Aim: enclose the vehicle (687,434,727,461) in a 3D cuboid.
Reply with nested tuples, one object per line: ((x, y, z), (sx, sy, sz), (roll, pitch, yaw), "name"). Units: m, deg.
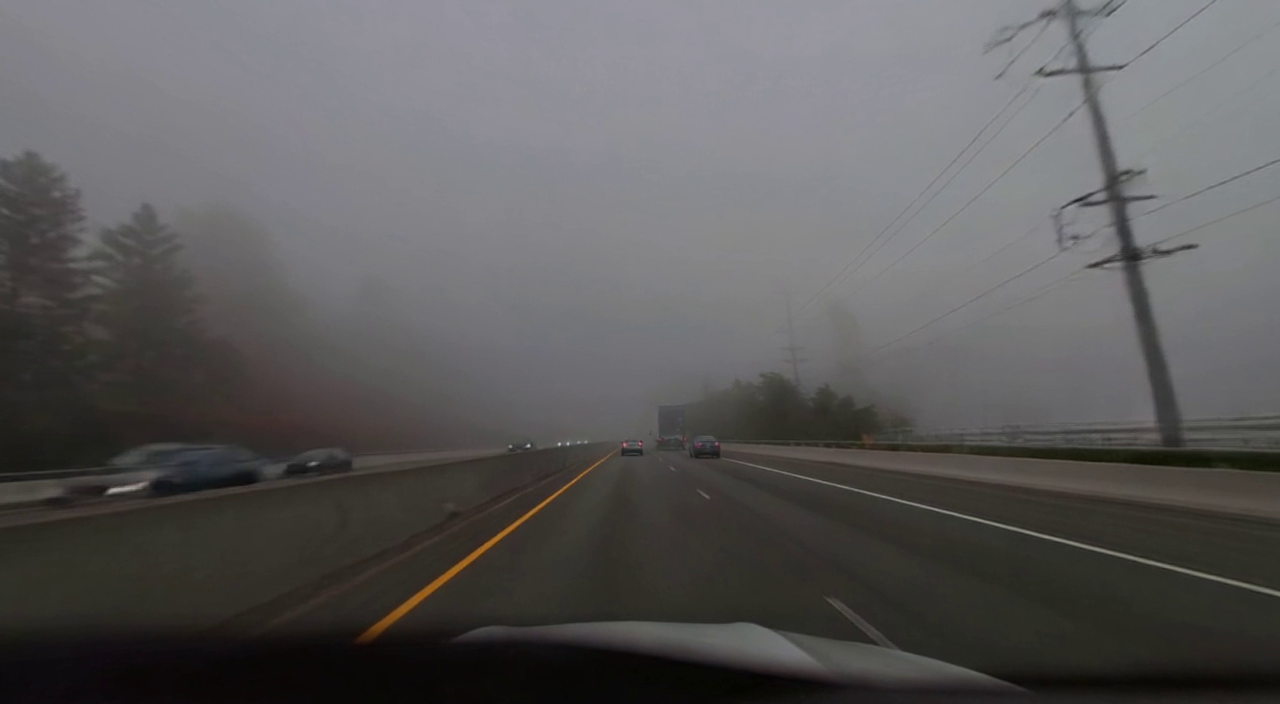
((4.038, 5.819, 38.610), (1.930, 1.573, 3.853), (0, -8, -2), "vehicle")

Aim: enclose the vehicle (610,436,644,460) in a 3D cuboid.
((-0.870, 6.339, 41.898), (2.163, 1.466, 3.693), (0, -8, -1), "vehicle")

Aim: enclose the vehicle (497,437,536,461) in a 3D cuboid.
((-9.369, 7.389, 48.248), (2.056, 1.650, 4.770), (0, -8, 0), "vehicle")

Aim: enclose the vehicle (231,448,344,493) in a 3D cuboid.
((-13.373, 4.468, 24.243), (1.866, 1.463, 4.346), (0, -8, -1), "vehicle")

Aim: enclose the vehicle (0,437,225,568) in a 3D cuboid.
((-9.230, 2.227, 10.255), (2.031, 1.646, 4.303), (0, -8, -1), "vehicle")
